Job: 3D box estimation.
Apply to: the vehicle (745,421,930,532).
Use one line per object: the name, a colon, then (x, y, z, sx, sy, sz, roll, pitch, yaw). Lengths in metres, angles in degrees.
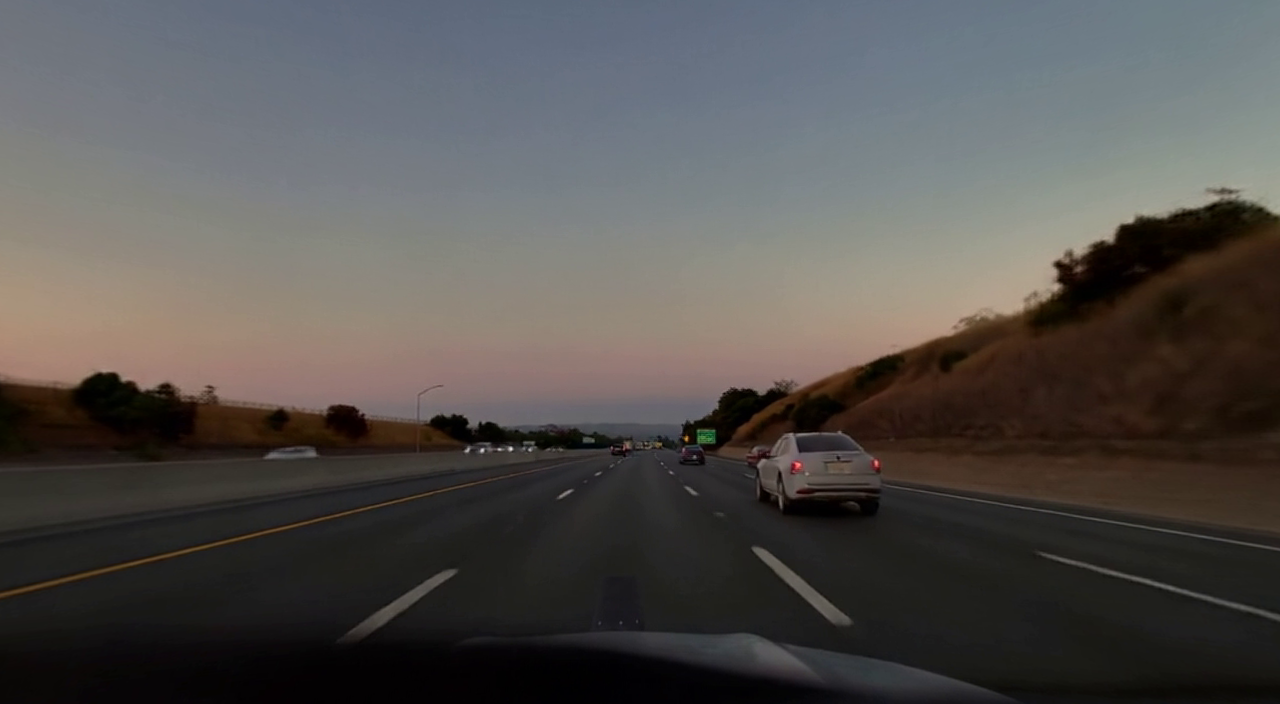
vehicle: (3.373, 2.224, 11.751, 2.095, 1.668, 4.135, 0, -9, 0)

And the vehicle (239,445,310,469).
vehicle: (-24.420, 7.033, 42.309, 1.863, 1.467, 4.674, 0, -9, 2)

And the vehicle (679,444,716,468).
vehicle: (3.715, 6.824, 41.432, 2.047, 1.501, 4.237, 0, -9, 0)
